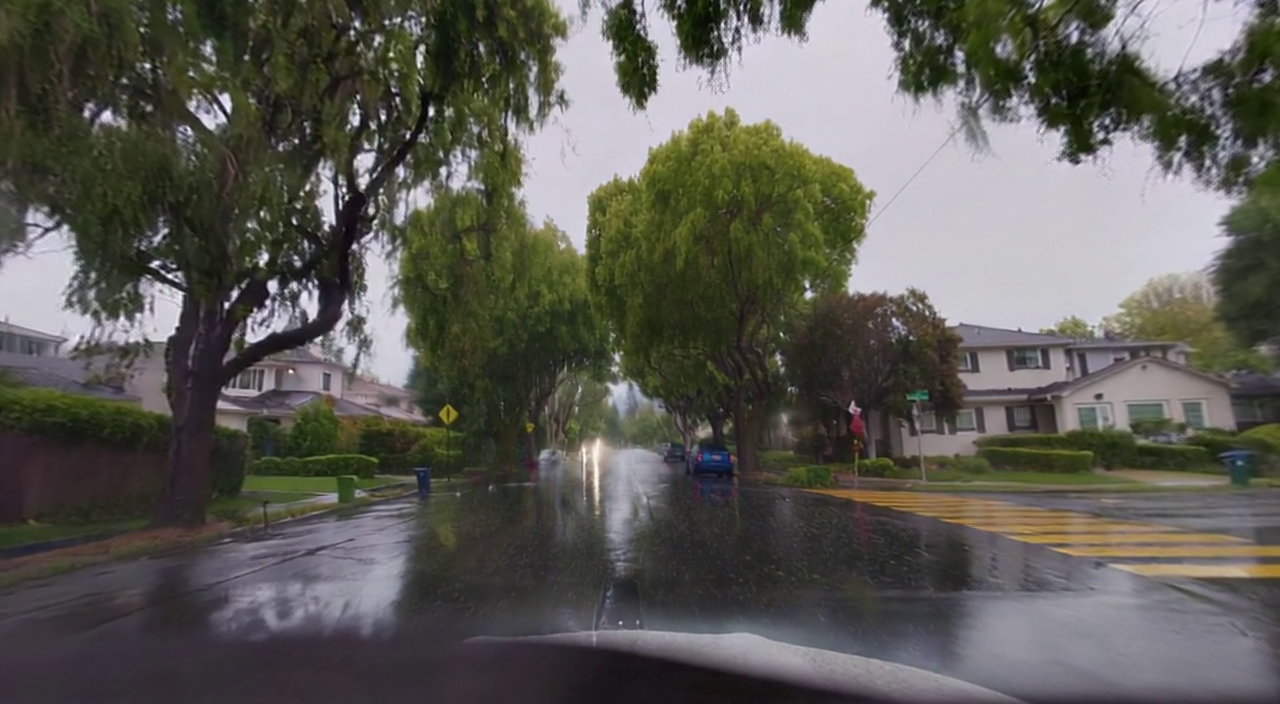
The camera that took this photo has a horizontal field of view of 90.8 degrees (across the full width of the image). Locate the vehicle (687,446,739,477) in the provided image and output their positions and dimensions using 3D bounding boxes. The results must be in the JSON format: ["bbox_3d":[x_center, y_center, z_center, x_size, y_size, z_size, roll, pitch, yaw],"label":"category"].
[{"bbox_3d":[3.616,5.513,32.125,1.961,1.472,4.434,0,-9,-2],"label":"vehicle"}]
